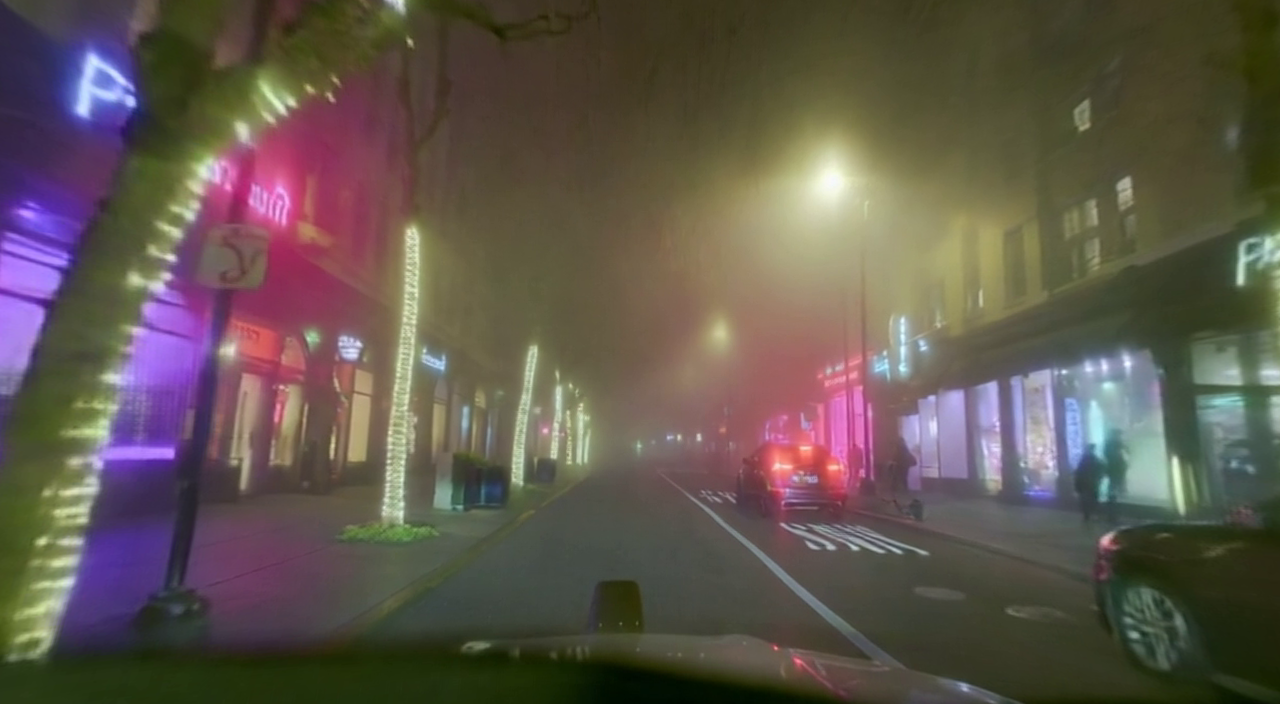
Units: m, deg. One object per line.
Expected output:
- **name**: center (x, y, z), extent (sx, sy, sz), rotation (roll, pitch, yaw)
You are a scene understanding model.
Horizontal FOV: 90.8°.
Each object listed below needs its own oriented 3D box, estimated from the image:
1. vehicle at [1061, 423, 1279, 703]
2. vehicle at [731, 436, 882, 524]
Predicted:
- **vehicle**: center (3.995, 0.953, 2.154), extent (1.977, 1.478, 4.458), rotation (0, -9, -1)
- **vehicle**: center (3.313, 2.647, 13.603), extent (1.971, 1.559, 4.326), rotation (0, -9, -1)
